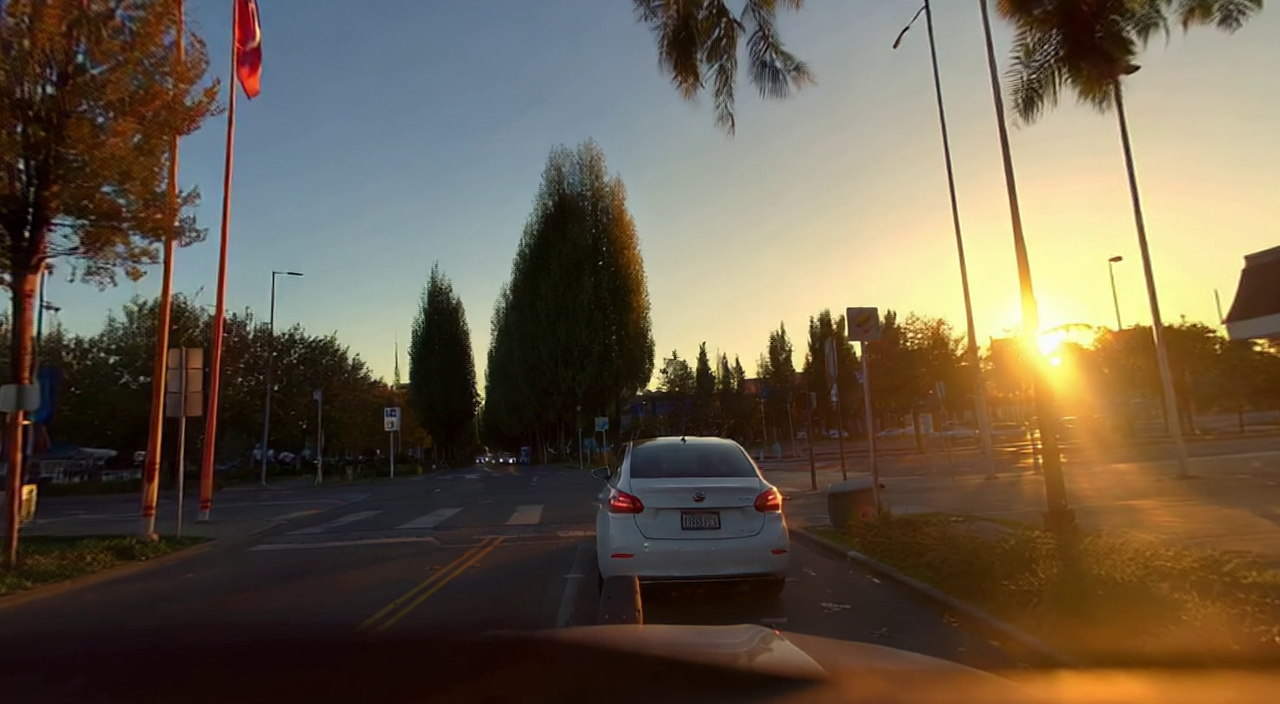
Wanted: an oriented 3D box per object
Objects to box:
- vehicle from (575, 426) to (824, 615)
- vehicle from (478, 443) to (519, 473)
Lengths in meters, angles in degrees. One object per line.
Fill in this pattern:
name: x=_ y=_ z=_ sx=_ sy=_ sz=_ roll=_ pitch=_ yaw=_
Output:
vehicle: x=0.383 y=1.619 z=6.892 sx=1.985 sy=1.463 sz=3.647 roll=0 pitch=-9 yaw=-3
vehicle: x=-10.007 y=7.513 z=44.878 sx=2.212 sy=1.948 sz=4.537 roll=0 pitch=-9 yaw=-6
